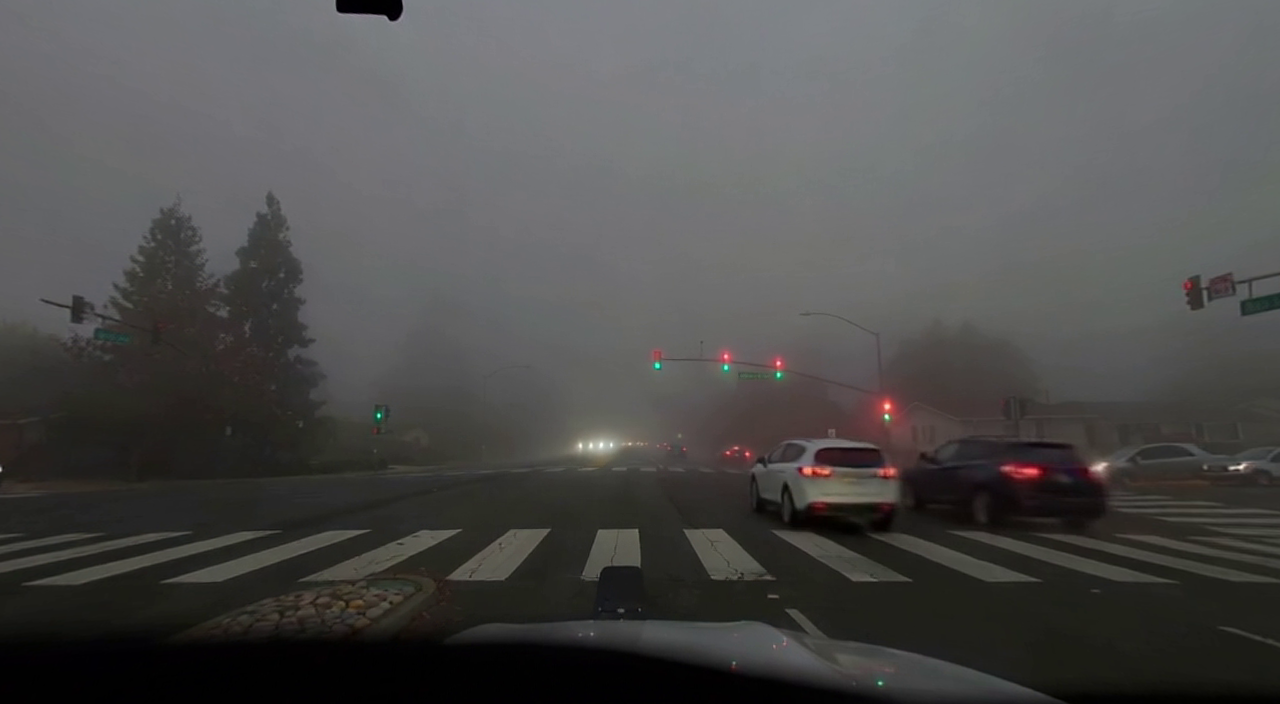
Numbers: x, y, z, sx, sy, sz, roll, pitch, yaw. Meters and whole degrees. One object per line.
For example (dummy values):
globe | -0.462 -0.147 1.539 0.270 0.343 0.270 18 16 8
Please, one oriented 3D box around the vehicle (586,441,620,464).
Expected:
vehicle | -2.412 6.709 42.283 2.045 1.484 3.991 0 -9 0

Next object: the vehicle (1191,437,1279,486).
vehicle | 23.618 4.040 23.475 4.417 1.725 1.969 0 -9 -1

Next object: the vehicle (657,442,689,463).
vehicle | 2.447 7.531 47.532 2.079 1.473 4.748 0 -9 -1

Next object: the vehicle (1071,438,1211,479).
vehicle | 23.485 4.988 29.754 4.807 1.835 2.033 0 -9 -1

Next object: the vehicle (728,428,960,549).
vehicle | 2.945 2.108 10.552 2.142 1.506 4.948 0 -9 -1

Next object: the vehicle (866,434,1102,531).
vehicle | 6.334 2.439 12.448 2.074 1.530 4.565 0 -9 0
